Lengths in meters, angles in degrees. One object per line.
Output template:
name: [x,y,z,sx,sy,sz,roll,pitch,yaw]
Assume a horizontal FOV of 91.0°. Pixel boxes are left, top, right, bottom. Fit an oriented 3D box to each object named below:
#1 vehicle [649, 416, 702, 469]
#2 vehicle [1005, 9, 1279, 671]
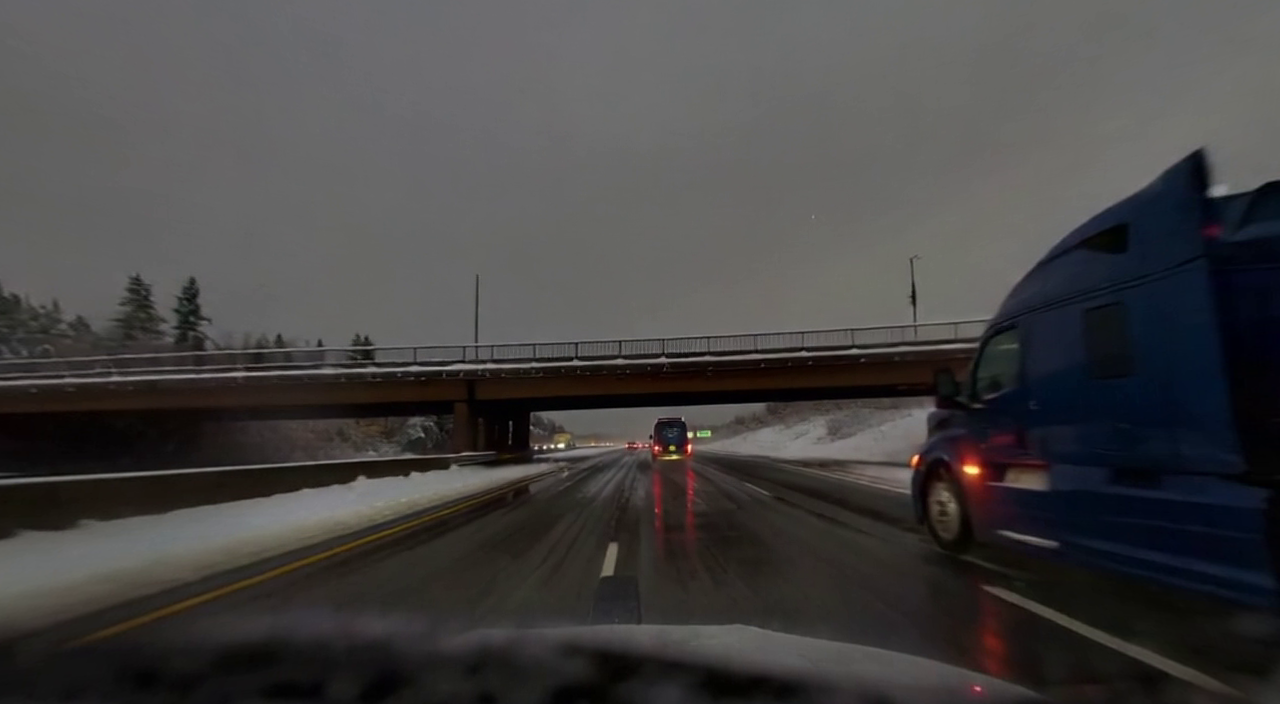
vehicle: [1.827,4.971,34.622,2.481,2.618,6.314,0,-8,0]
vehicle: [5.370,-0.461,1.123,2.997,3.983,10.860,1,-8,0]
